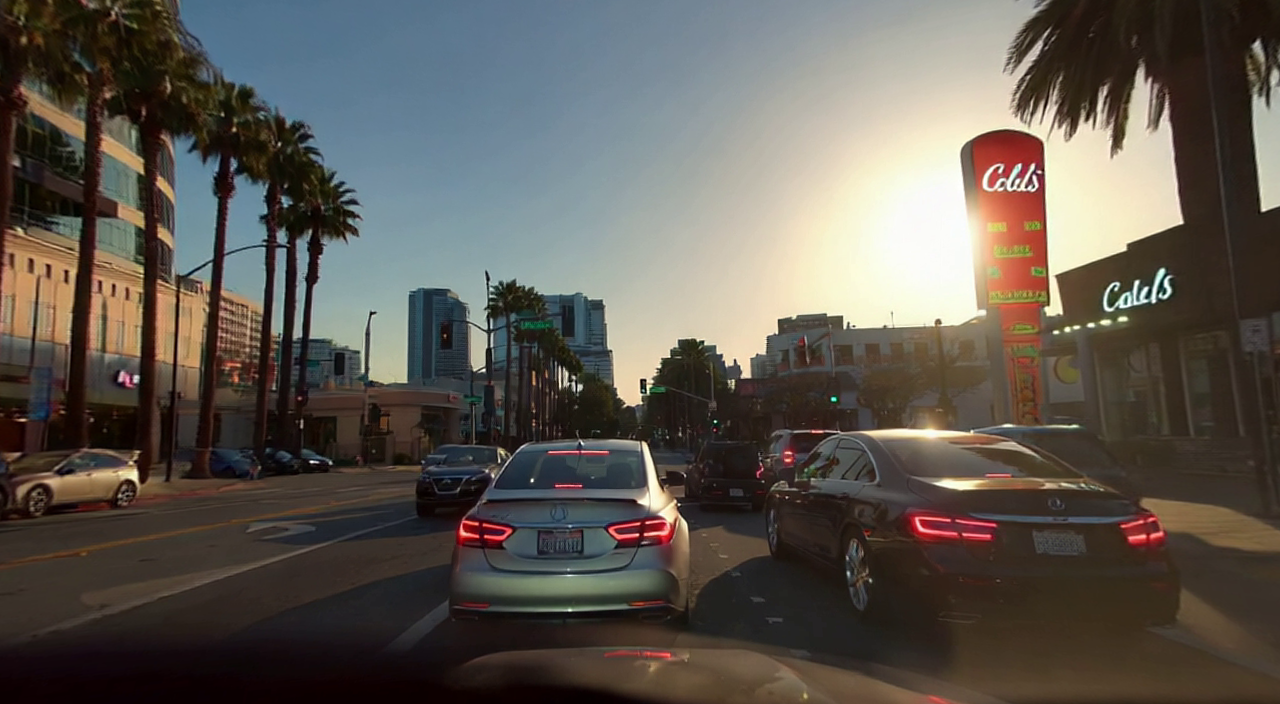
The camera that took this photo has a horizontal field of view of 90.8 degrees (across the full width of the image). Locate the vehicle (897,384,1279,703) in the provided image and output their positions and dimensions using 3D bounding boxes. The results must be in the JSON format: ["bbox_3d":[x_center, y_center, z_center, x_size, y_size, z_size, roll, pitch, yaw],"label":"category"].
[{"bbox_3d":[2.612,0.809,1.485,2.085,1.469,4.458,0,-9,-1],"label":"vehicle"}]

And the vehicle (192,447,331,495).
[{"bbox_3d":[-12.855,4.023,21.875,1.856,1.455,4.700,0,-9,1],"label":"vehicle"}]

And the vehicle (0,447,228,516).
[{"bbox_3d":[-12.847,3.134,15.931,1.870,1.475,4.531,0,-9,0],"label":"vehicle"}]

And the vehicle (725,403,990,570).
[{"bbox_3d":[2.643,1.772,9.059,2.096,1.775,4.440,0,-9,-2],"label":"vehicle"}]

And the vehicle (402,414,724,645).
[{"bbox_3d":[-0.514,1.468,6.230,2.096,1.492,4.071,0,-9,0],"label":"vehicle"}]
